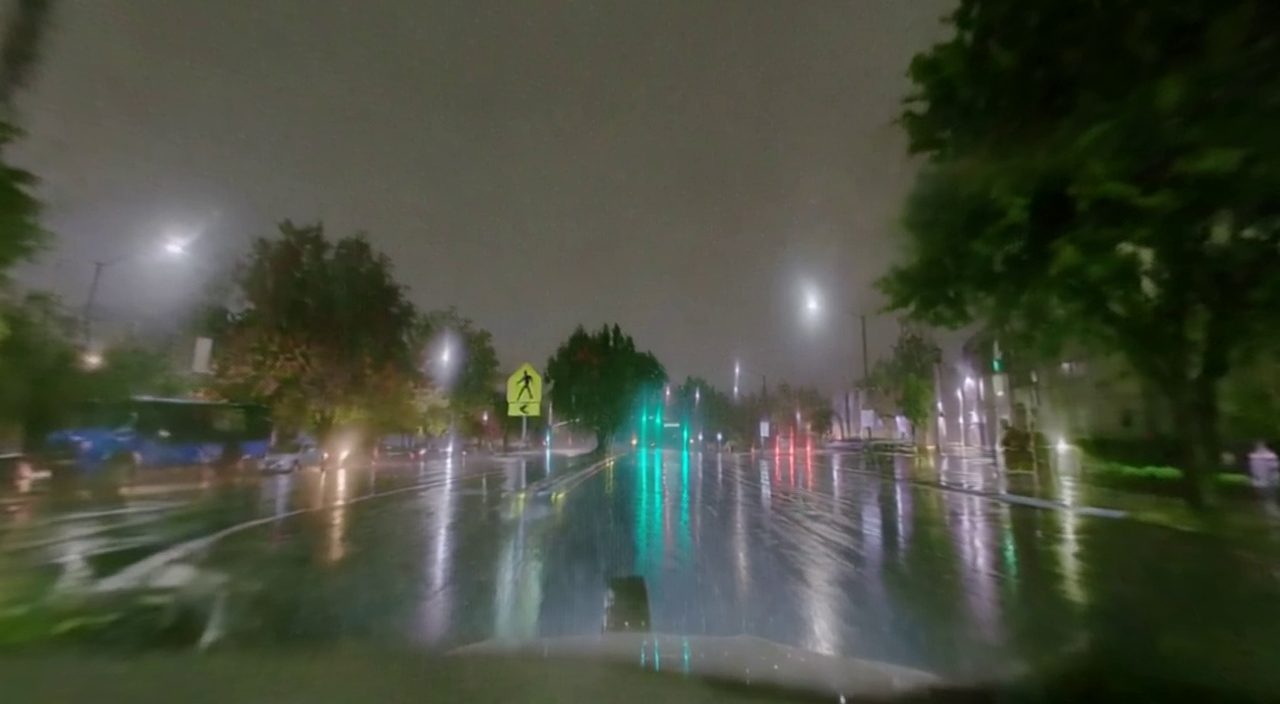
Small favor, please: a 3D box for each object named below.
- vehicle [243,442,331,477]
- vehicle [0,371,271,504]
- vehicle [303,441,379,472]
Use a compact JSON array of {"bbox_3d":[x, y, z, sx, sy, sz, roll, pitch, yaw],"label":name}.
[{"bbox_3d":[-18.004,5.484,32.451,1.892,1.681,4.596,0,-8,0],"label":"vehicle"},{"bbox_3d":[-17.772,3.197,23.431,3.028,3.724,9.001,-5,-8,-2],"label":"vehicle"},{"bbox_3d":[-17.849,6.239,37.907,2.200,1.730,4.886,0,-8,-1],"label":"vehicle"}]
